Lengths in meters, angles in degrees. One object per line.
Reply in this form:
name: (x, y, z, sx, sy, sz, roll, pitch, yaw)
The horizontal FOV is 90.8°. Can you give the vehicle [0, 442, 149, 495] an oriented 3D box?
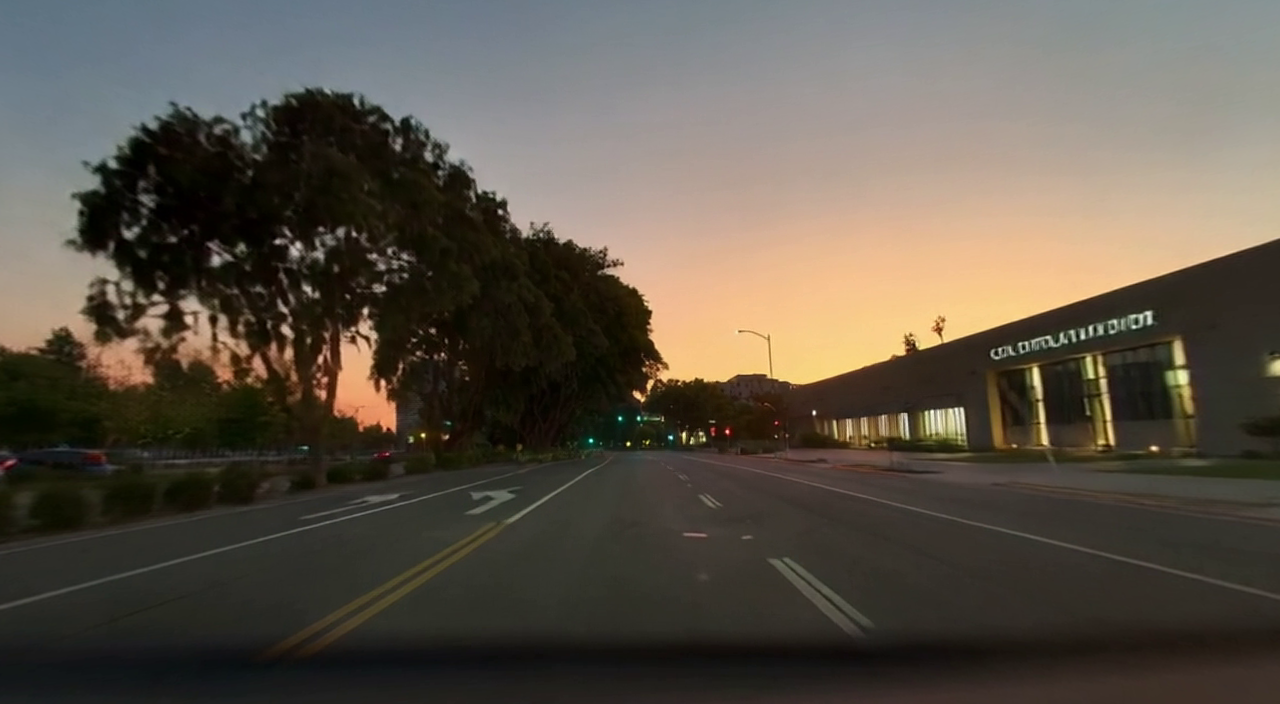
vehicle: (-29.705, 6.062, 32.665, 6.271, 2.087, 2.748, -4, -14, 0)
